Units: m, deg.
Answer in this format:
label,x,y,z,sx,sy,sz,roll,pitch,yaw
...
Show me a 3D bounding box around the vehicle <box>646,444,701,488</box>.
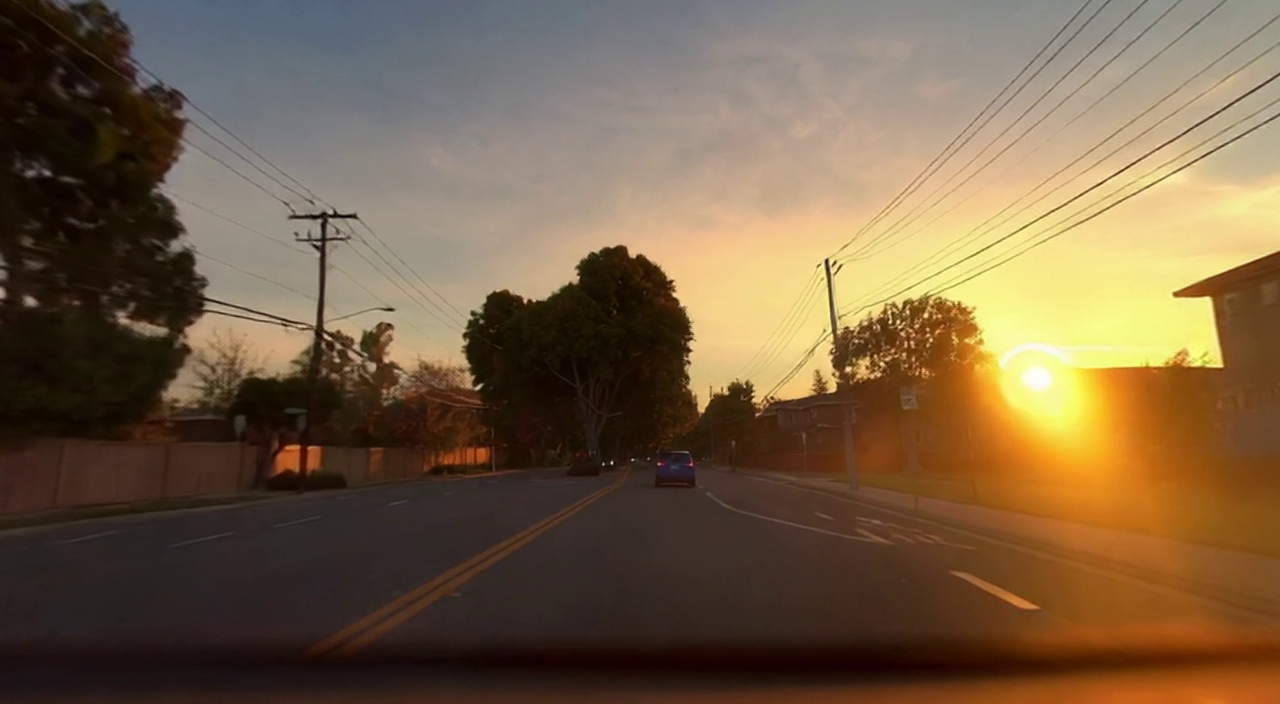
label,x,y,z,sx,sy,sz,roll,pitch,yaw
vehicle,1.363,4.797,26.859,2.139,1.699,3.916,0,-9,1
